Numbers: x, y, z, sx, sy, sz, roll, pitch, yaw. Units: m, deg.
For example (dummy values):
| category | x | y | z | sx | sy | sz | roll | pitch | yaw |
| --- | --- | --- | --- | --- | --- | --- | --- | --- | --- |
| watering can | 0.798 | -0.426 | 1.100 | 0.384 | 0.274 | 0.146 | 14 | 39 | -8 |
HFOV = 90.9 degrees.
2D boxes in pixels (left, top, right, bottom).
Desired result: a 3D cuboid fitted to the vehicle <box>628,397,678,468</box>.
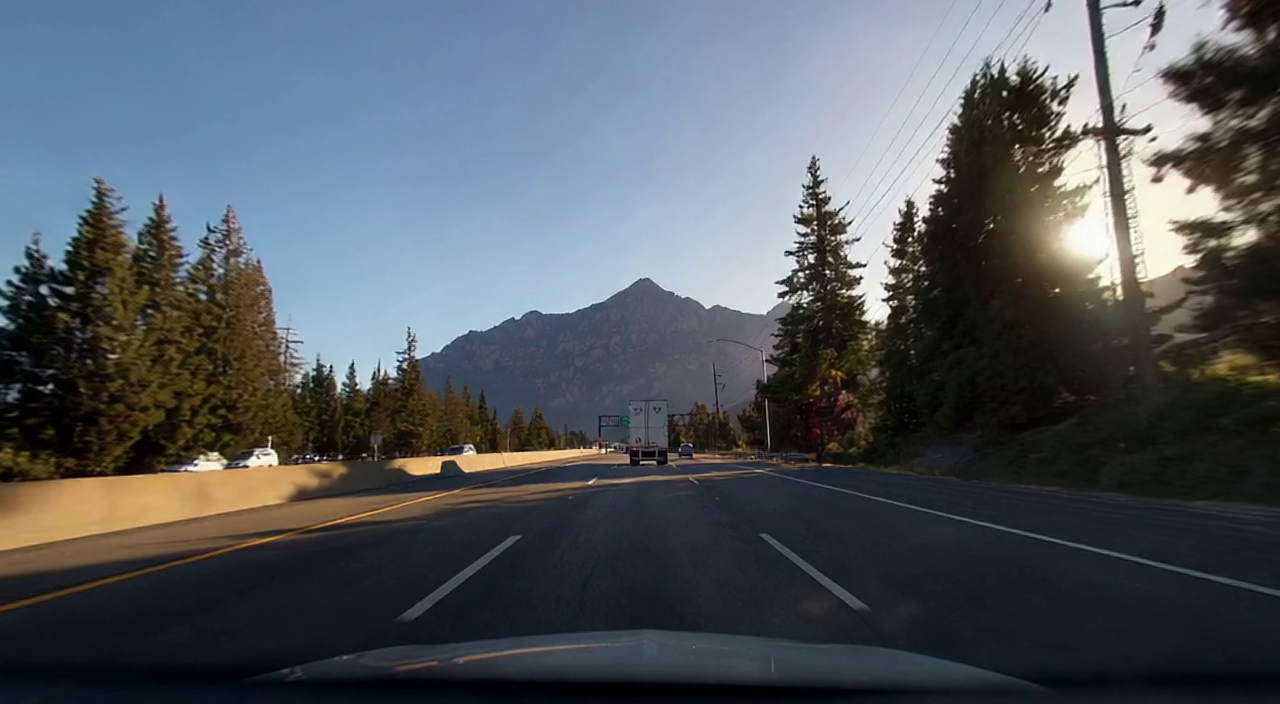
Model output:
| category | x | y | z | sx | sy | sz | roll | pitch | yaw |
| --- | --- | --- | --- | --- | --- | --- | --- | --- | --- |
| vehicle | 0.694 | 5.528 | 42.590 | 2.919 | 4.101 | 11.541 | 0 | -8 | -1 |

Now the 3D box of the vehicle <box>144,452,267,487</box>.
| category | x | y | z | sx | sy | sz | roll | pitch | yaw |
| --- | --- | --- | --- | --- | --- | --- | --- | --- | --- |
| vehicle | -24.470 | 6.622 | 35.801 | 3.863 | 1.764 | 4.317 | 0 | -8 | -1 |
